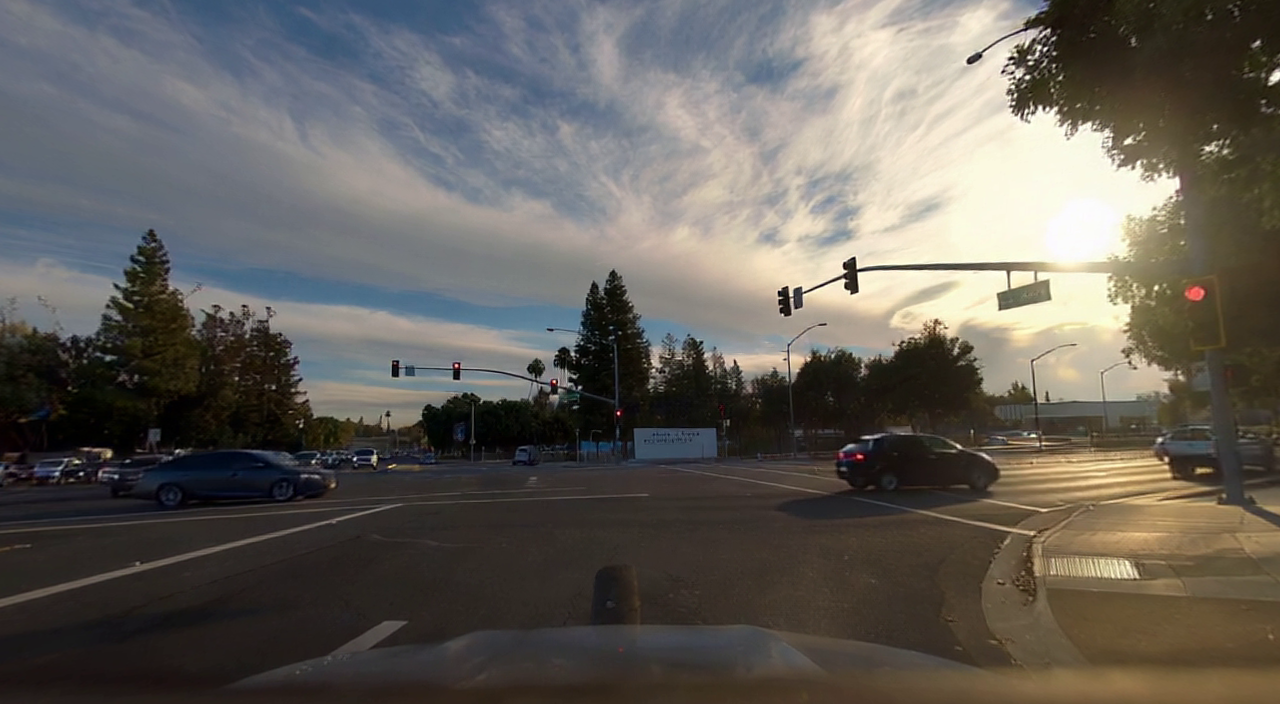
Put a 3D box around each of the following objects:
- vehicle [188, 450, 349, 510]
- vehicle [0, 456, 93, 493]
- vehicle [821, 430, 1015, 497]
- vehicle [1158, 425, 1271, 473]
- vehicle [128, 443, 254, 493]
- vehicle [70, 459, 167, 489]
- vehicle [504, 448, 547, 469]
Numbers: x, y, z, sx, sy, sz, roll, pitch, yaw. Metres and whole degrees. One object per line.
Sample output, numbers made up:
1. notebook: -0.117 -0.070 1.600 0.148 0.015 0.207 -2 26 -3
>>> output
1. vehicle: -10.527 3.505 17.805 4.728 1.471 1.957 -6 -10 34
2. vehicle: -31.191 6.263 32.643 2.142 1.723 4.692 1 -9 -9
3. vehicle: 7.230 2.889 16.641 4.281 1.621 1.903 1 -9 -12
4. vehicle: 22.974 3.856 25.239 4.619 1.759 2.101 5 -10 -33
5. vehicle: -19.554 5.021 27.961 2.358 1.937 5.896 2 -9 -13
6. vehicle: -28.415 6.623 34.636 1.965 1.448 4.553 1 -9 -9
7. vehicle: -8.470 7.874 46.997 1.989 1.496 4.211 -1 -9 7
